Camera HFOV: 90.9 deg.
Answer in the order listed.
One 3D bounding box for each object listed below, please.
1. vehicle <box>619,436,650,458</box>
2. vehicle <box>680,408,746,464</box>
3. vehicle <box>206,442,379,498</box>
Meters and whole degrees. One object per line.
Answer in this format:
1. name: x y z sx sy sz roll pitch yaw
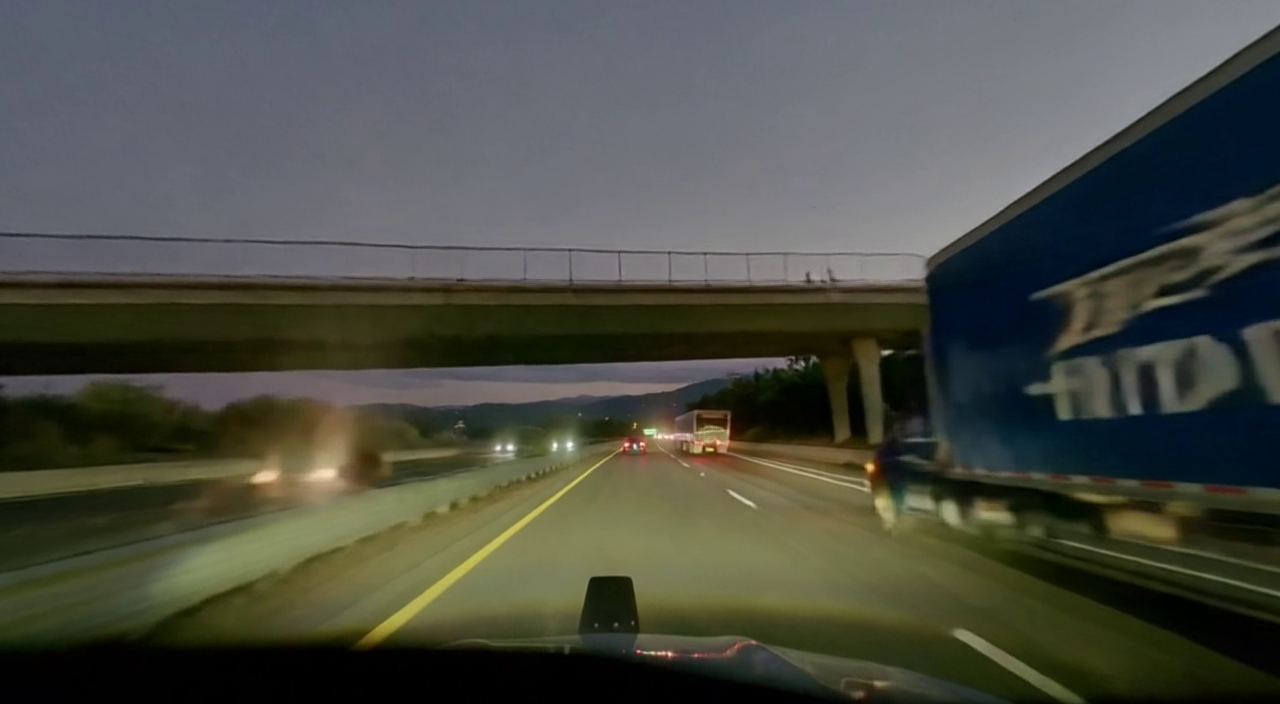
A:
1. vehicle: -0.353 6.269 41.844 1.996 1.325 4.029 0 -8 0
2. vehicle: 3.811 4.567 34.485 2.715 2.746 6.550 0 -8 -1
3. vehicle: -8.842 3.010 16.600 2.006 1.218 4.520 0 -8 0
